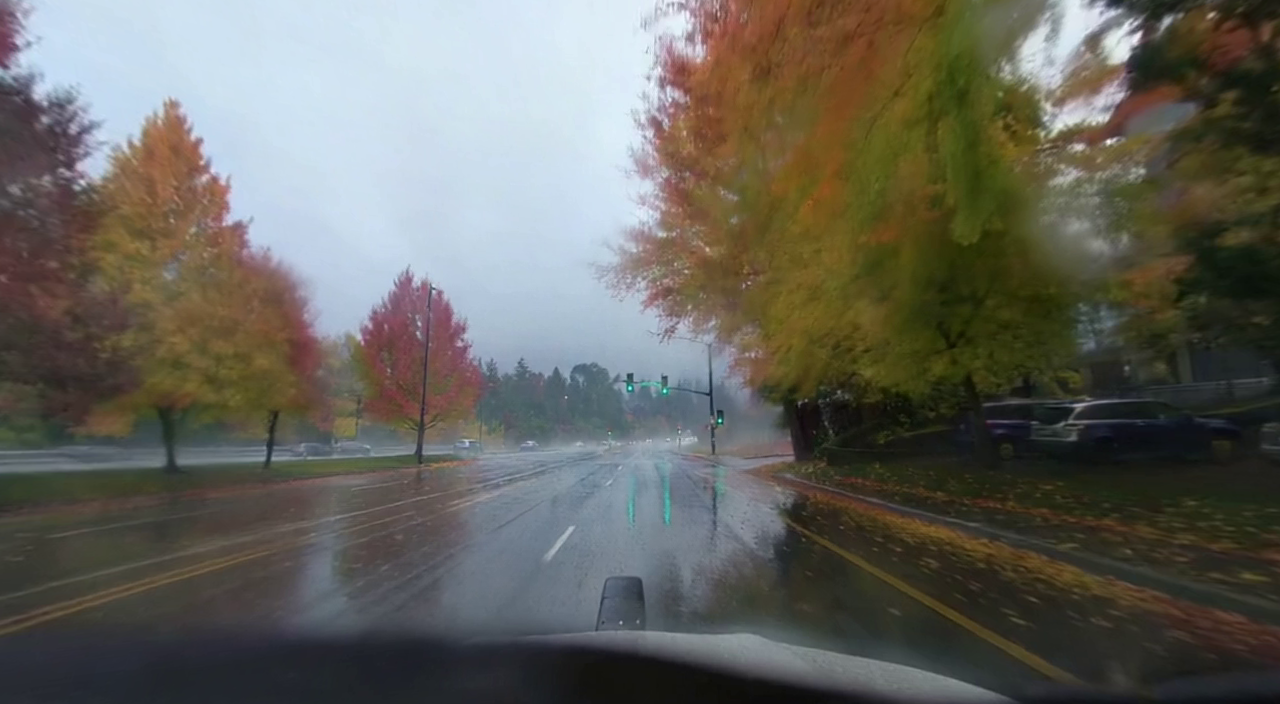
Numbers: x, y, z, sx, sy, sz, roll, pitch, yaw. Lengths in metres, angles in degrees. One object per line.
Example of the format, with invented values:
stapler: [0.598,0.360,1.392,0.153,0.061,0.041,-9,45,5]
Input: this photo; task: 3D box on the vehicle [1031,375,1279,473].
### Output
vehicle: [11.919,1.638,14.227,4.625,1.797,2.092,-4,-8,0]

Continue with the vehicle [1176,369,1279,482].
vehicle: [11.123,1.111,9.285,4.428,1.562,2.133,0,-8,0]
